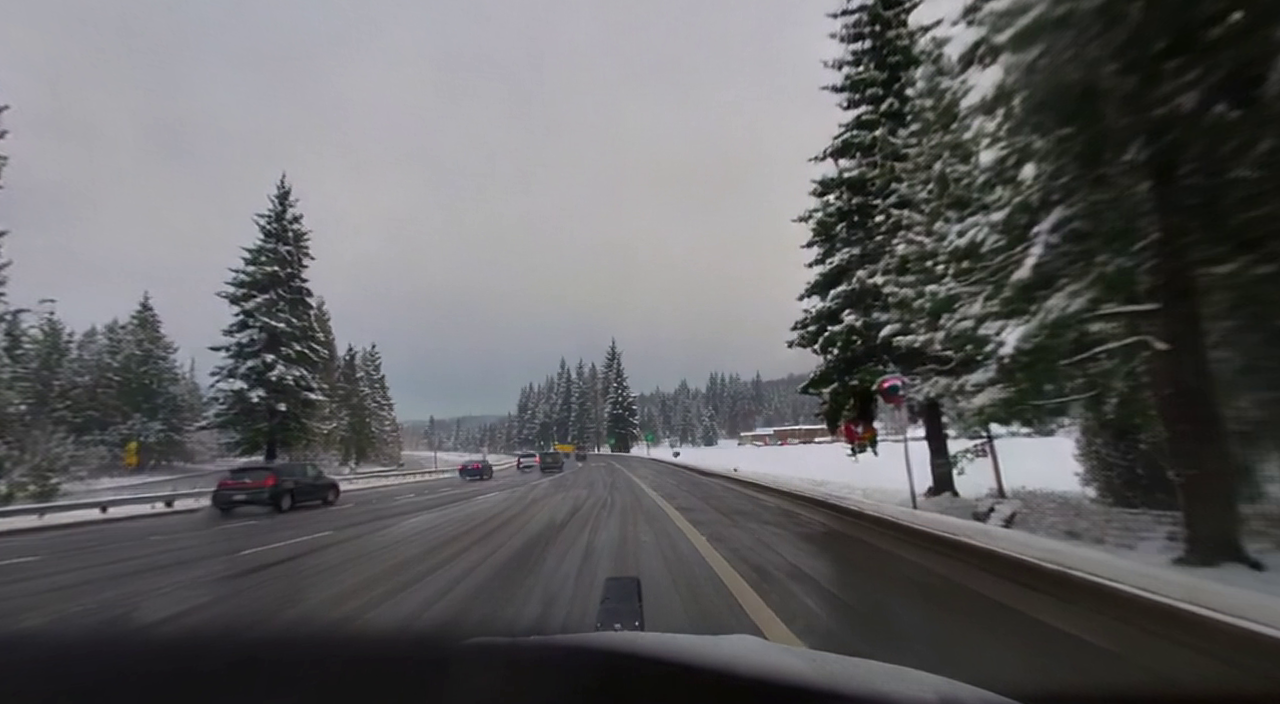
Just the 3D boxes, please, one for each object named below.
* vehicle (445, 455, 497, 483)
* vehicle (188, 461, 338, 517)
[{"bbox_3d":[-10.694,7.408,40.258,1.886,1.535,4.742,0,-9,1],"label":"vehicle"},{"bbox_3d":[-11.838,4.291,20.289,1.781,1.476,4.513,-1,-9,4],"label":"vehicle"}]
